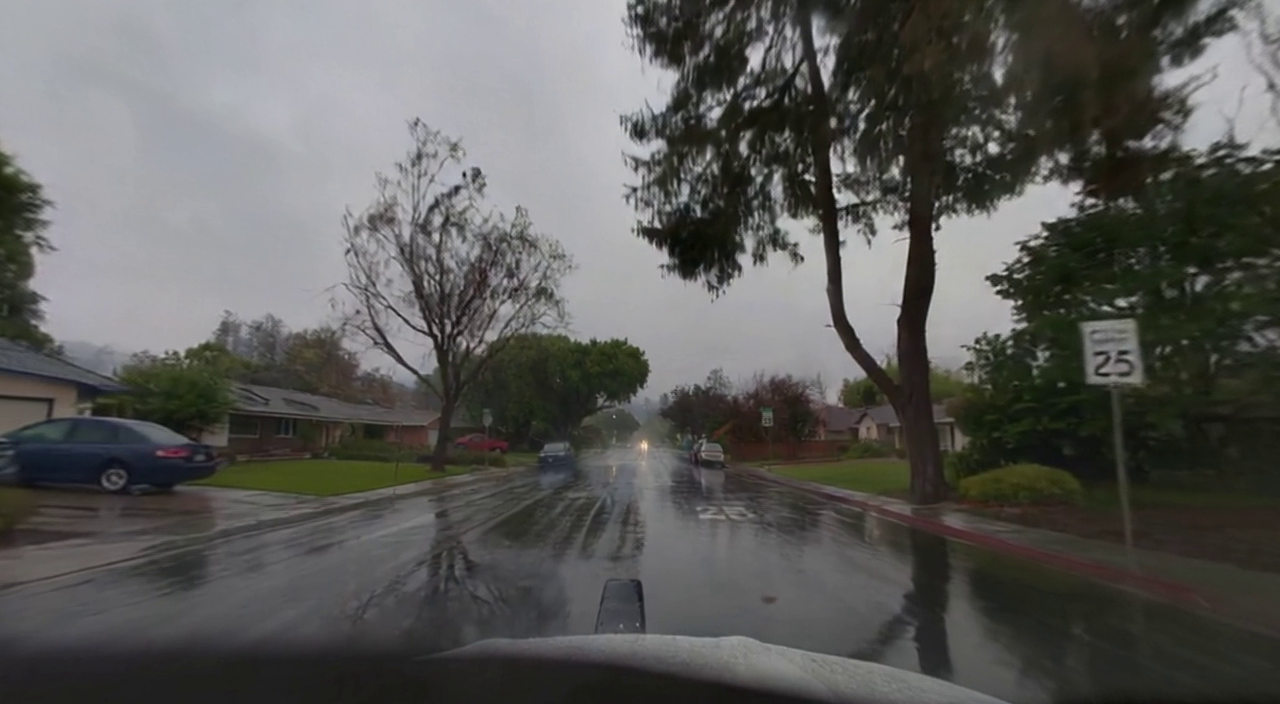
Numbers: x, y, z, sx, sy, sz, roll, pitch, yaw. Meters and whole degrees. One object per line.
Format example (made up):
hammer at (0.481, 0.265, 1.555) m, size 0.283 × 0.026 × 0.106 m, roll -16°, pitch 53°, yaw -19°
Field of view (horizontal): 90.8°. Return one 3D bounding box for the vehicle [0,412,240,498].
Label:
vehicle at (-11.520, 2.180, 13.498) m, size 4.599 × 1.671 × 1.942 m, roll 0°, pitch -9°, yaw 2°

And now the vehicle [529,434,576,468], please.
vehicle at (-5.539, 6.401, 40.815) m, size 2.322 × 1.949 × 5.695 m, roll -1°, pitch -9°, yaw -1°

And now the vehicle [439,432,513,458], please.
vehicle at (-12.447, 7.067, 48.086) m, size 5.024 × 1.903 × 2.102 m, roll 0°, pitch -9°, yaw 1°

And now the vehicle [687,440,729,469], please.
vehicle at (4.227, 6.440, 39.923) m, size 2.033 × 1.730 × 4.554 m, roll 0°, pitch -9°, yaw -1°
